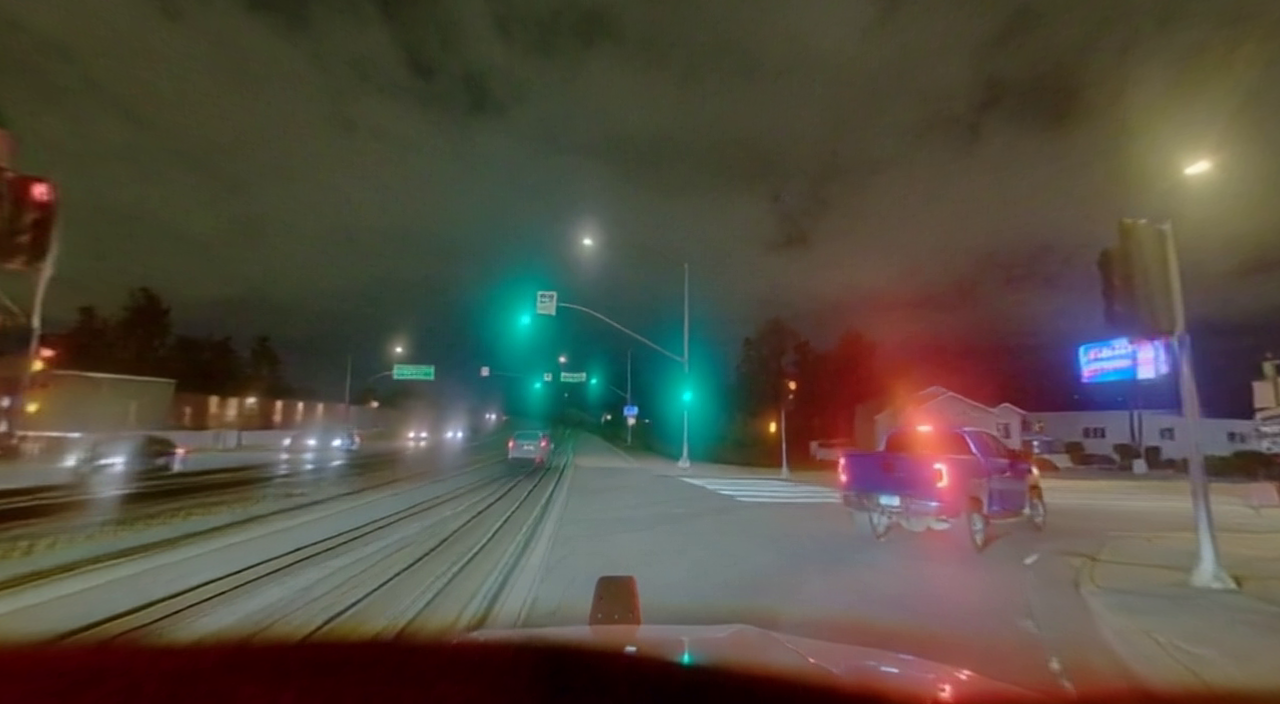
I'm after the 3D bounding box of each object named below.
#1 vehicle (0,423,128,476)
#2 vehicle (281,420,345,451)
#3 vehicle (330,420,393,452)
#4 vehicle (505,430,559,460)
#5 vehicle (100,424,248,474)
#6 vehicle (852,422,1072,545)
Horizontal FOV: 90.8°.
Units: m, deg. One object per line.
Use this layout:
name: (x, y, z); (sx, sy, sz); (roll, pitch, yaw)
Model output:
vehicle: (-19.013, 3.044, 20.058); (1.908, 1.482, 4.621); (2, -8, -6)
vehicle: (-21.635, 5.583, 42.000); (1.972, 1.898, 4.620); (1, -8, -4)
vehicle: (-17.265, 5.259, 39.460); (2.013, 1.787, 4.823); (1, -8, -4)
vehicle: (-5.697, 4.958, 33.808); (2.004, 1.482, 4.799); (1, -8, 0)
vehicle: (-15.261, 3.195, 21.045); (1.864, 1.456, 4.409); (2, -8, -5)
vehicle: (6.661, 2.471, 12.753); (2.404, 1.926, 5.251); (-7, -11, 44)
